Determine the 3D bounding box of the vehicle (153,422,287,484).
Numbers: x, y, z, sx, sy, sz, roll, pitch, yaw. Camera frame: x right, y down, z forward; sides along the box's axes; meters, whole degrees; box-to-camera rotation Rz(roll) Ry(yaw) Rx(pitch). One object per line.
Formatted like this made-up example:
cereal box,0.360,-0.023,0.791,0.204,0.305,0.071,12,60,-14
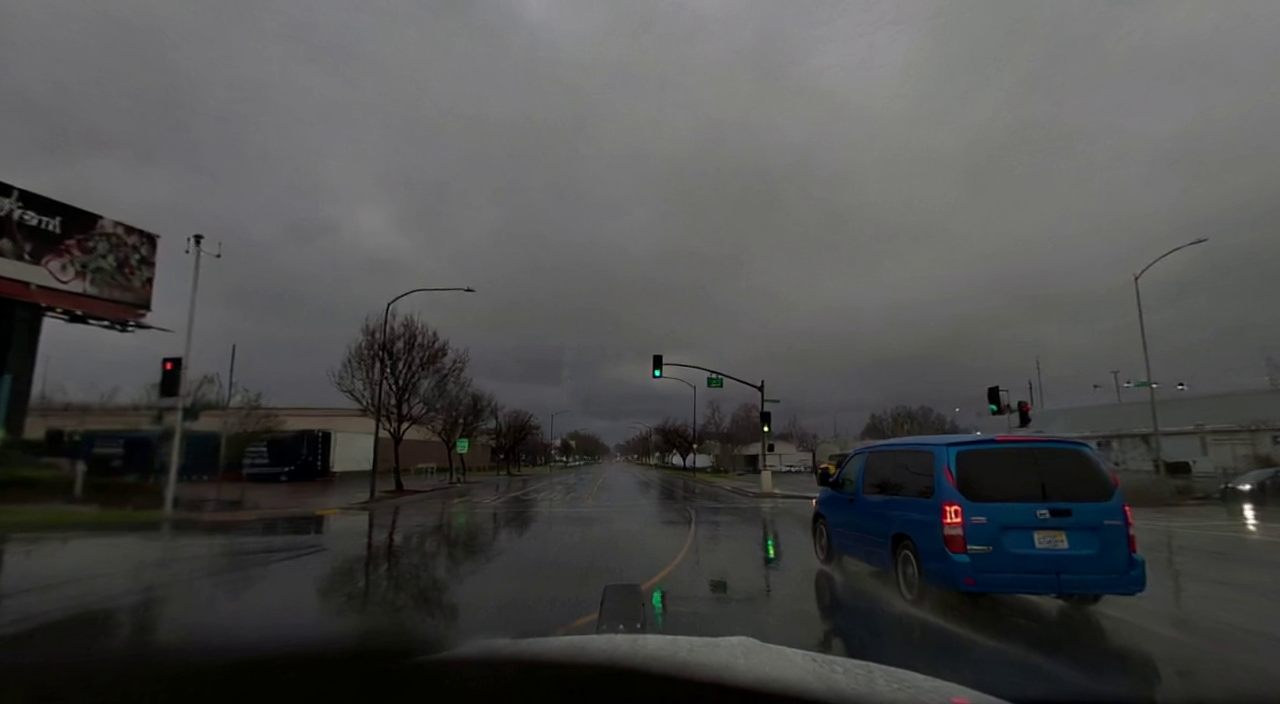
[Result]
vehicle,-28.203,6.945,43.032,2.943,3.741,9.094,0,-10,-1

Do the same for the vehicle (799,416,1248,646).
vehicle,3.728,1.817,7.568,2.202,1.822,4.826,1,-9,-2

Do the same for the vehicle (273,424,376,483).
vehicle,-21.439,6.916,43.467,3.337,3.644,7.945,0,-8,-3
